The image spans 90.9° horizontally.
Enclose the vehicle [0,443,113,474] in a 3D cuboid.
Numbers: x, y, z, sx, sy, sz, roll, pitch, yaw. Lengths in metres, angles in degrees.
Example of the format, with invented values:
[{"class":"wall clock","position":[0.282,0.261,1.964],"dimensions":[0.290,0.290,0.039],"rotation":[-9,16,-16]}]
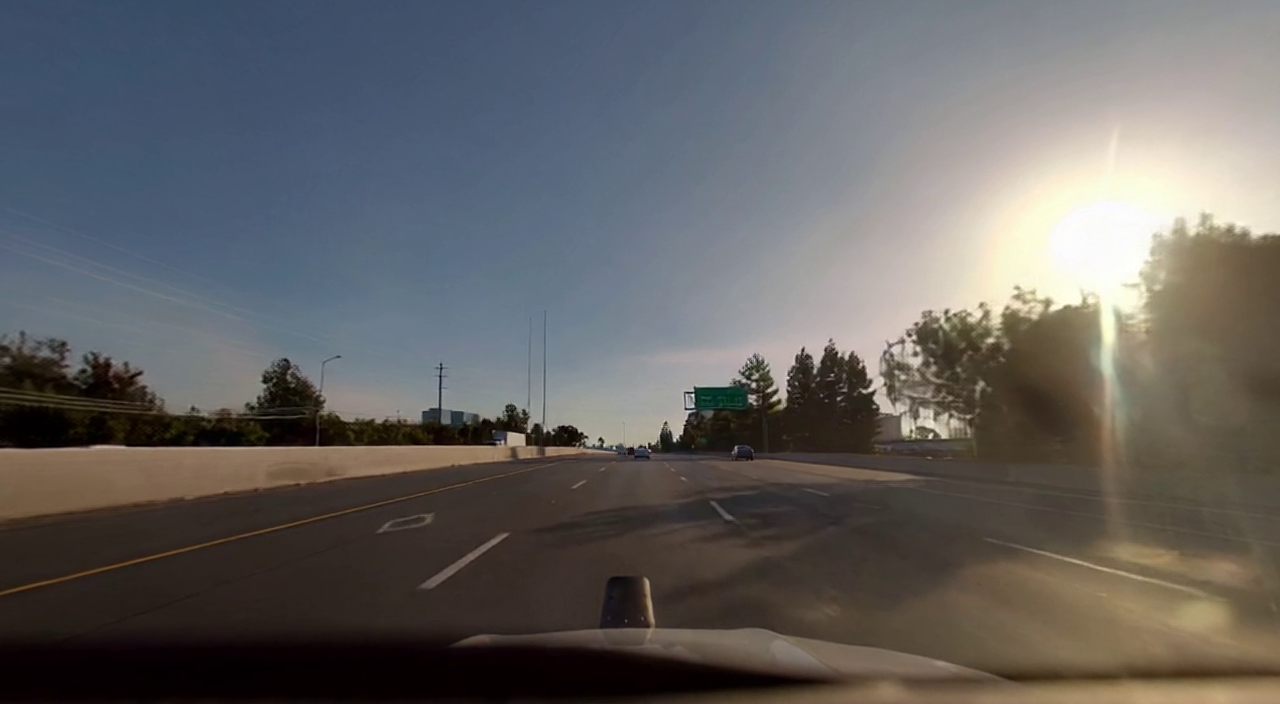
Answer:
[{"class":"vehicle","position":[-28.882,5.232,31.167],"dimensions":[1.782,1.430,4.357],"rotation":[0,-8,0]}]

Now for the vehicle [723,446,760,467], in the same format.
[{"class":"vehicle","position":[7.691,7.947,48.106],"dimensions":[2.056,1.465,4.304],"rotation":[0,-8,-1]}]
